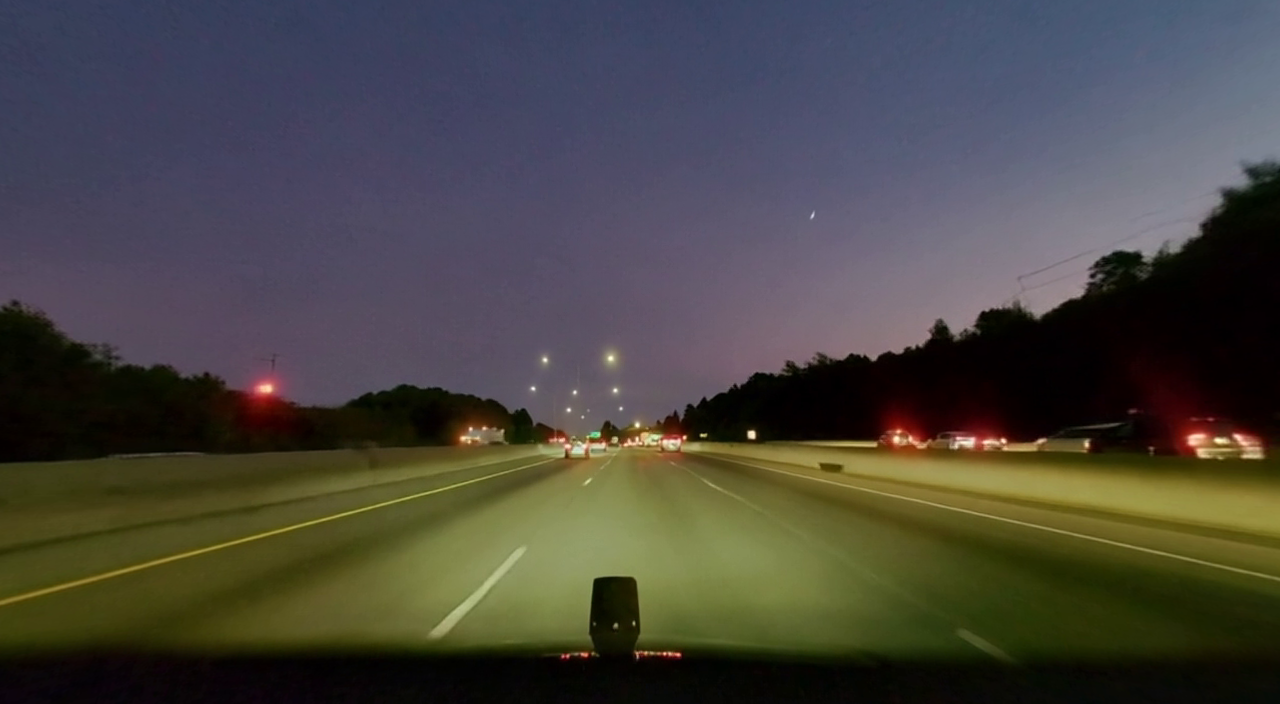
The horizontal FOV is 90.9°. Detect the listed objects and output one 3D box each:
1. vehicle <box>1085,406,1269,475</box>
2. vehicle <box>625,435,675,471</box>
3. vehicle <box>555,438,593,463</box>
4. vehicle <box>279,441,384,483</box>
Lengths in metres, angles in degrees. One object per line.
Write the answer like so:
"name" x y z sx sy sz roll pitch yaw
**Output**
"vehicle" 22.050 3.720 26.411 2.232 2.540 6.015 0 -8 -1
"vehicle" 0.390 4.696 29.506 2.086 1.554 3.875 0 -8 -2
"vehicle" -4.039 6.115 39.227 2.014 1.471 4.380 0 -8 -1
"vehicle" -11.996 4.290 24.925 1.918 1.464 4.587 0 -8 -1
